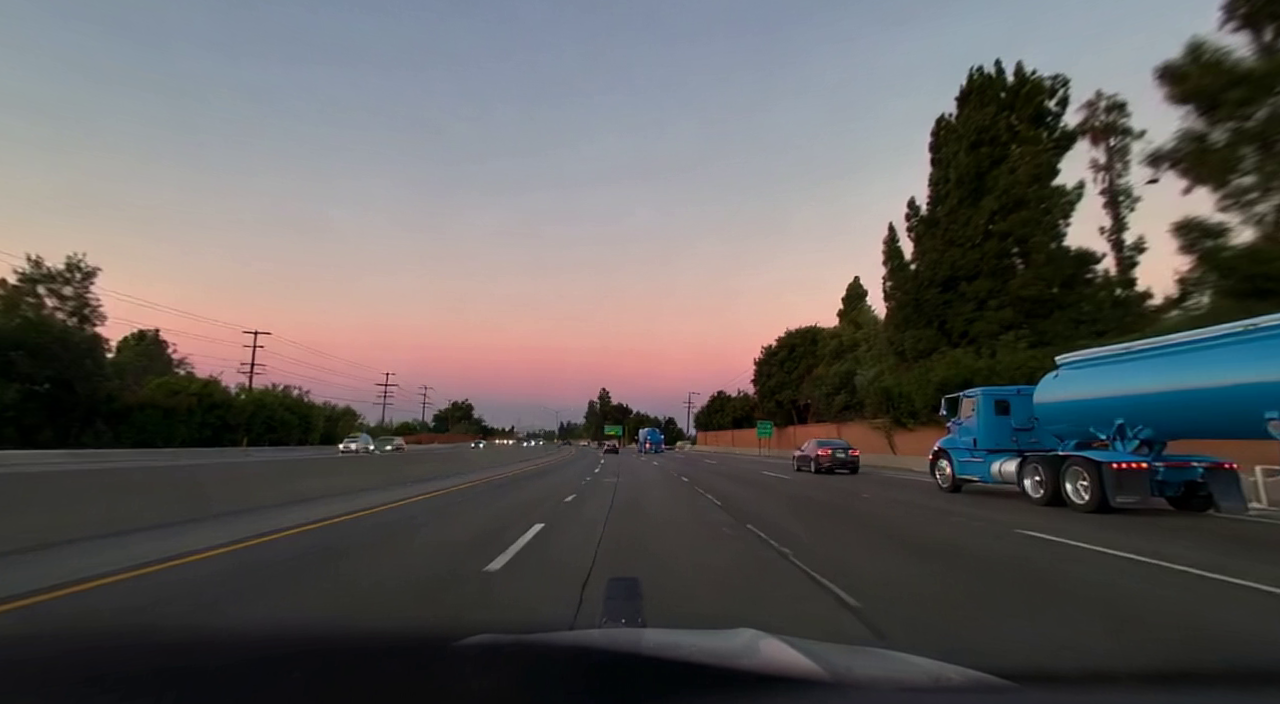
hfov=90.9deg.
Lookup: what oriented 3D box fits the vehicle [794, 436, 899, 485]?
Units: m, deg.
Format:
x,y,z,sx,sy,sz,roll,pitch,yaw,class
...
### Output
x,y,z,sx,sy,sz,roll,pitch,yaw,class
6.883,3.658,21.601,1.905,1.480,4.624,0,-8,-2,vehicle
